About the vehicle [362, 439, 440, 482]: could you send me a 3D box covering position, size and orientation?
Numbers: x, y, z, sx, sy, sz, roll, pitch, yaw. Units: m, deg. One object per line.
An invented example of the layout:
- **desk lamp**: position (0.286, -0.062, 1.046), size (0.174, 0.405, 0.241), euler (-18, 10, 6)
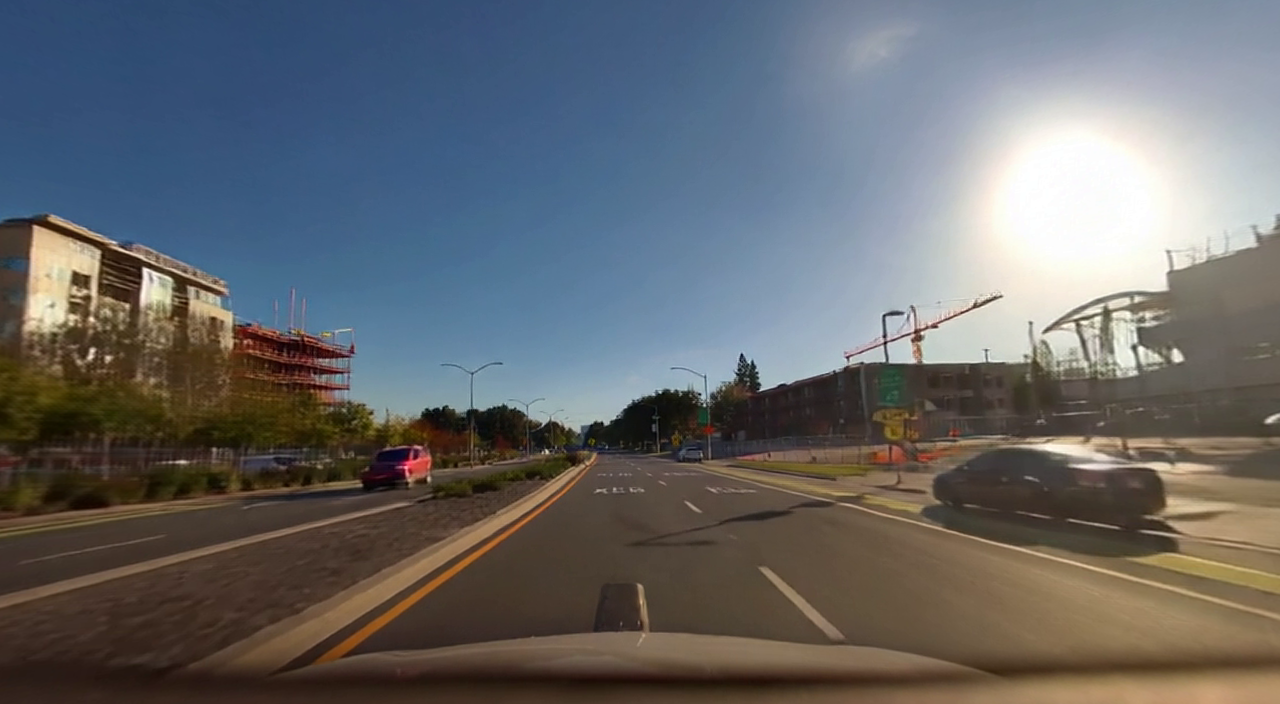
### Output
- **vehicle**: position (-11.837, 5.376, 31.641), size (2.127, 1.984, 4.545), euler (0, -9, -1)

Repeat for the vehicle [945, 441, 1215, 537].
- **vehicle**: position (8.346, 2.584, 12.633), size (1.977, 1.540, 4.307), euler (1, -9, -6)
